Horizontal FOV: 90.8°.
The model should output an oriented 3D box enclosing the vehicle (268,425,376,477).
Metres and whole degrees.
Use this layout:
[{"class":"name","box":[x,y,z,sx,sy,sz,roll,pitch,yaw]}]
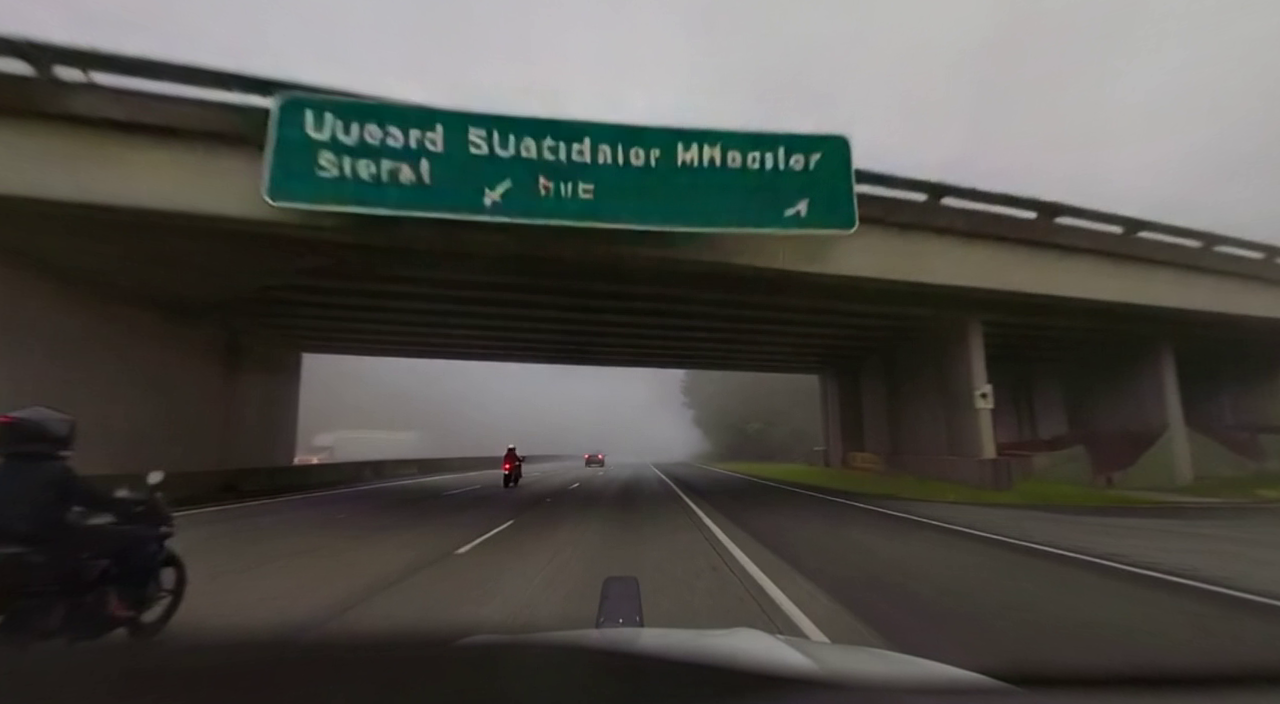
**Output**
[{"class":"vehicle","box":[-24.130,7.618,48.780,2.882,3.551,10.371,0,-9,0]}]
